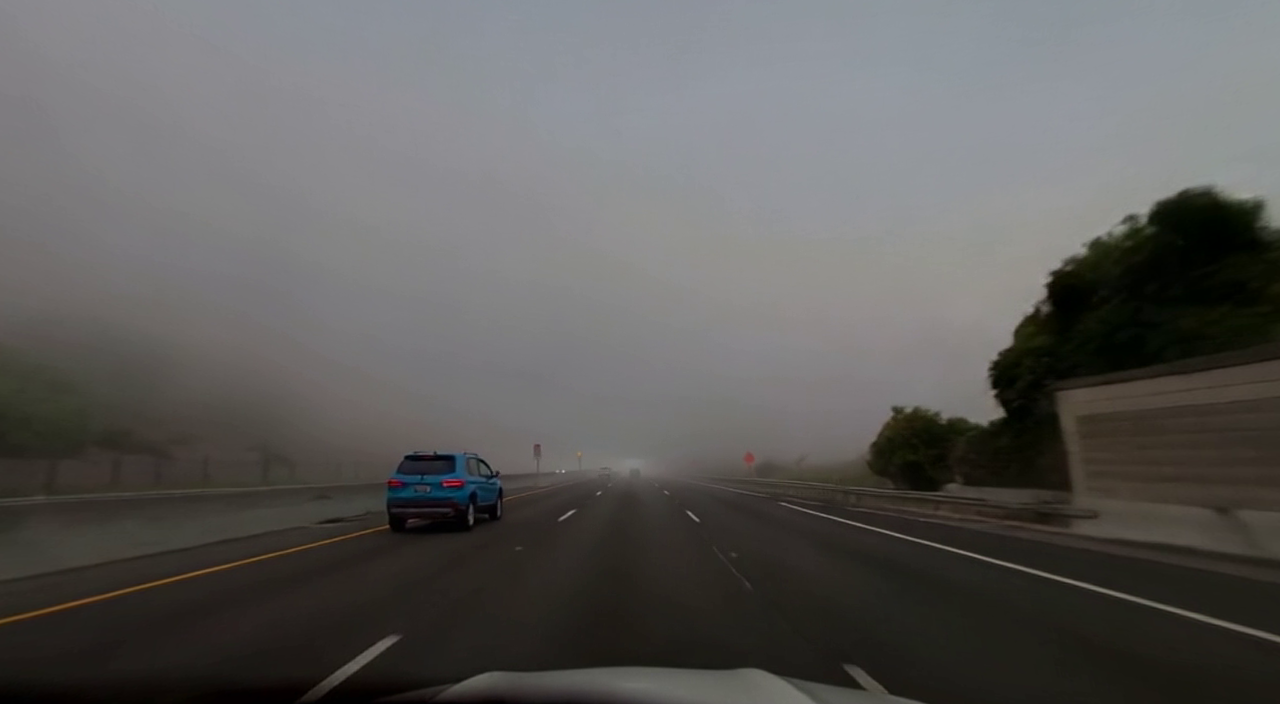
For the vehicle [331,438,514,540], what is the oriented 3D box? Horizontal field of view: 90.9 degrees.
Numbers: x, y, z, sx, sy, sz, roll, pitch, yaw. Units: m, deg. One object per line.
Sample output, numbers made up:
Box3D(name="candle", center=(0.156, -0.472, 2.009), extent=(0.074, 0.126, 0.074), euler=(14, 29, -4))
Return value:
Box3D(name="vehicle", center=(-4.301, 2.849, 13.527), extent=(2.178, 1.736, 4.847), euler=(1, -10, 0))
